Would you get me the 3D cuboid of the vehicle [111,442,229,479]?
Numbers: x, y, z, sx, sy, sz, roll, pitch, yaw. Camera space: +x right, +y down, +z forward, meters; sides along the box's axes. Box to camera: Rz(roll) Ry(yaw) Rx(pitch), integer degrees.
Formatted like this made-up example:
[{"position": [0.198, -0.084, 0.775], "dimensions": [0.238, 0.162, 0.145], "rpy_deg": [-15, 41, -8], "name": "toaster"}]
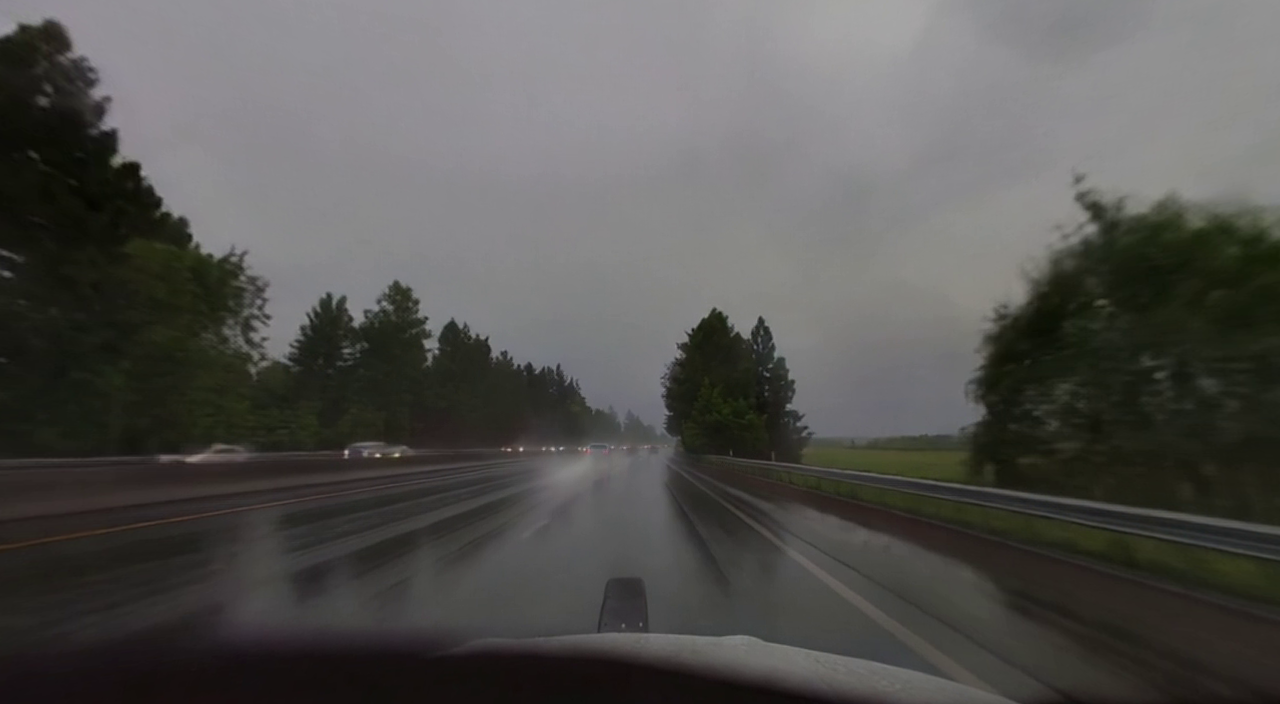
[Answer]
[{"position": [-21.103, 4.882, 28.606], "dimensions": [1.831, 1.526, 4.458], "rpy_deg": [0, -8, 1], "name": "vehicle"}]
